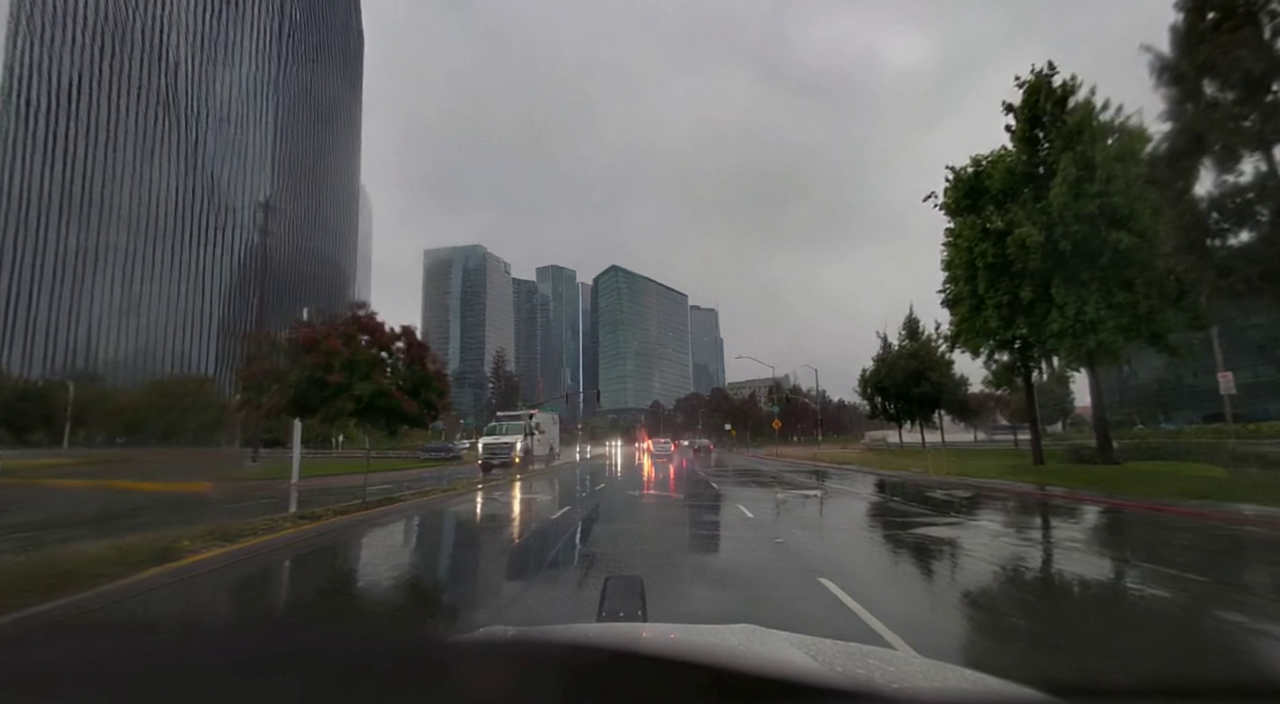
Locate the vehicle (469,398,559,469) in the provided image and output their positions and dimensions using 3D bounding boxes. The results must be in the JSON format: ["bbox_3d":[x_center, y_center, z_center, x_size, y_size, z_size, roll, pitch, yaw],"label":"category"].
[{"bbox_3d":[-7.683,5.381,40.558,3.065,3.928,11.252,0,-9,2],"label":"vehicle"}]

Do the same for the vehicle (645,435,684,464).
[{"bbox_3d":[1.737,6.890,44.435,2.601,1.878,4.535,0,-9,2],"label":"vehicle"}]
